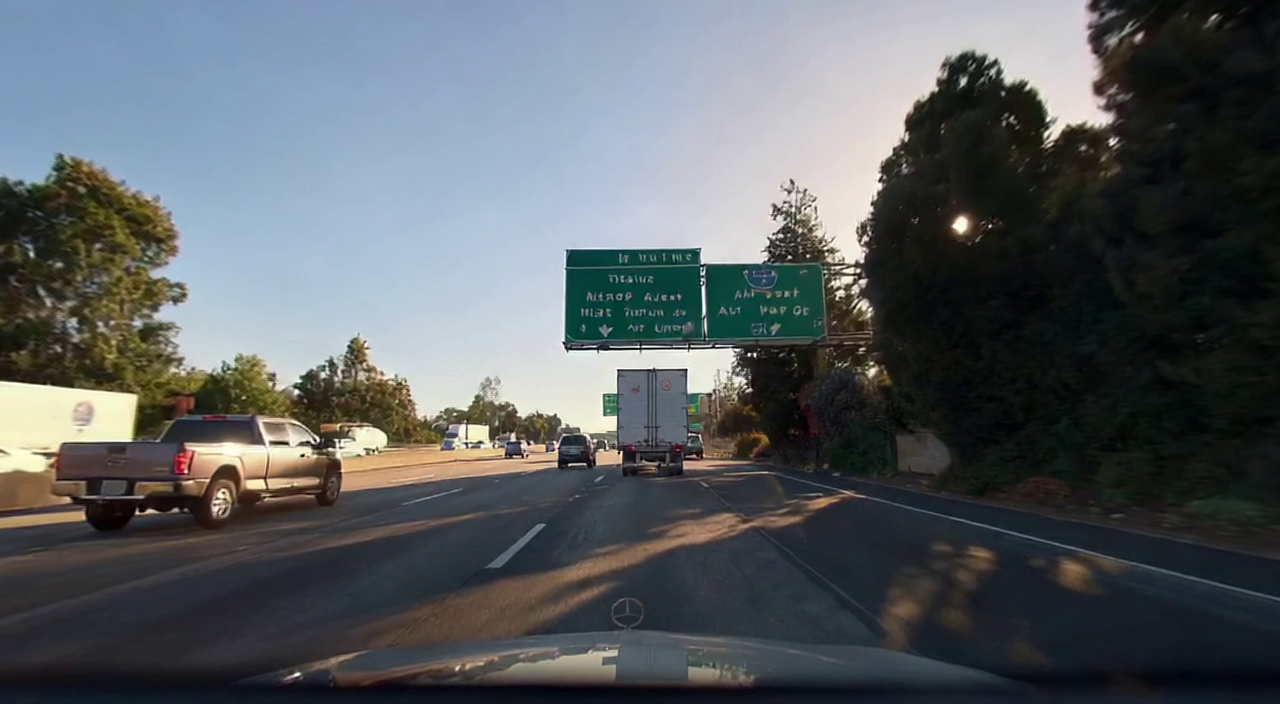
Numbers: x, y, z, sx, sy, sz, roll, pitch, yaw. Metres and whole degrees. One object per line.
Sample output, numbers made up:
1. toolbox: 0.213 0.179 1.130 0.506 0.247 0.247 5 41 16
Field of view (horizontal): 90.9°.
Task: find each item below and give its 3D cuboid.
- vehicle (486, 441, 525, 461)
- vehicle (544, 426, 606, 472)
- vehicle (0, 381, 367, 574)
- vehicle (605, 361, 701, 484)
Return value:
1. vehicle: -10.404 7.718 49.078 1.909 1.482 4.582 0 -9 1
2. vehicle: -3.137 4.881 31.909 2.379 2.075 6.169 0 -9 1
3. vehicle: -6.739 1.735 9.542 2.479 1.978 5.952 0 -9 1
4. vehicle: 0.399 2.915 24.531 2.941 3.794 9.851 0 -9 0
